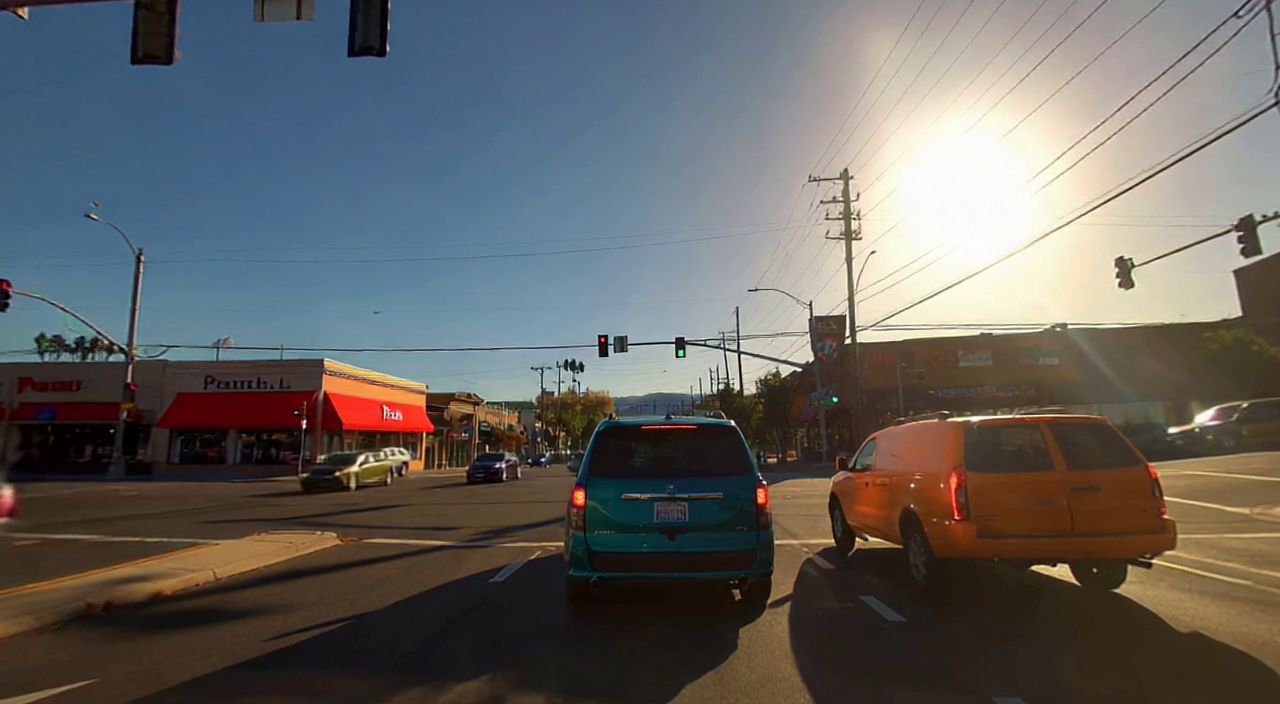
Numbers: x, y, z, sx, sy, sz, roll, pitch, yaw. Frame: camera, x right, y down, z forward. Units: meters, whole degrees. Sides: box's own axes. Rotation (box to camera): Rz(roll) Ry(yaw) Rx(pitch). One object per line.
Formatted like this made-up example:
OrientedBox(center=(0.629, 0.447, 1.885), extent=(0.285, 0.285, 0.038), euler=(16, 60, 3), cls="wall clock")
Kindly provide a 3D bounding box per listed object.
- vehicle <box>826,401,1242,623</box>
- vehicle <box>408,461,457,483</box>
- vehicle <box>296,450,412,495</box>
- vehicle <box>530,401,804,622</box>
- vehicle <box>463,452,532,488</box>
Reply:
OrientedBox(center=(3.610, 1.519, 6.951), extent=(1.976, 1.664, 4.189), euler=(-1, -8, 2), cls="vehicle")
OrientedBox(center=(-15.485, 8.959, 47.269), extent=(1.875, 1.475, 4.449), euler=(-1, -8, 5), cls="vehicle")
OrientedBox(center=(-10.883, 4.594, 24.456), extent=(1.958, 1.493, 4.795), euler=(-1, -8, 5), cls="vehicle")
OrientedBox(center=(0.262, 1.508, 6.821), extent=(2.098, 1.682, 3.778), euler=(0, -8, 2), cls="vehicle")
OrientedBox(center=(-6.552, 5.464, 29.523), extent=(1.924, 1.453, 4.343), euler=(-1, -8, 4), cls="vehicle")
